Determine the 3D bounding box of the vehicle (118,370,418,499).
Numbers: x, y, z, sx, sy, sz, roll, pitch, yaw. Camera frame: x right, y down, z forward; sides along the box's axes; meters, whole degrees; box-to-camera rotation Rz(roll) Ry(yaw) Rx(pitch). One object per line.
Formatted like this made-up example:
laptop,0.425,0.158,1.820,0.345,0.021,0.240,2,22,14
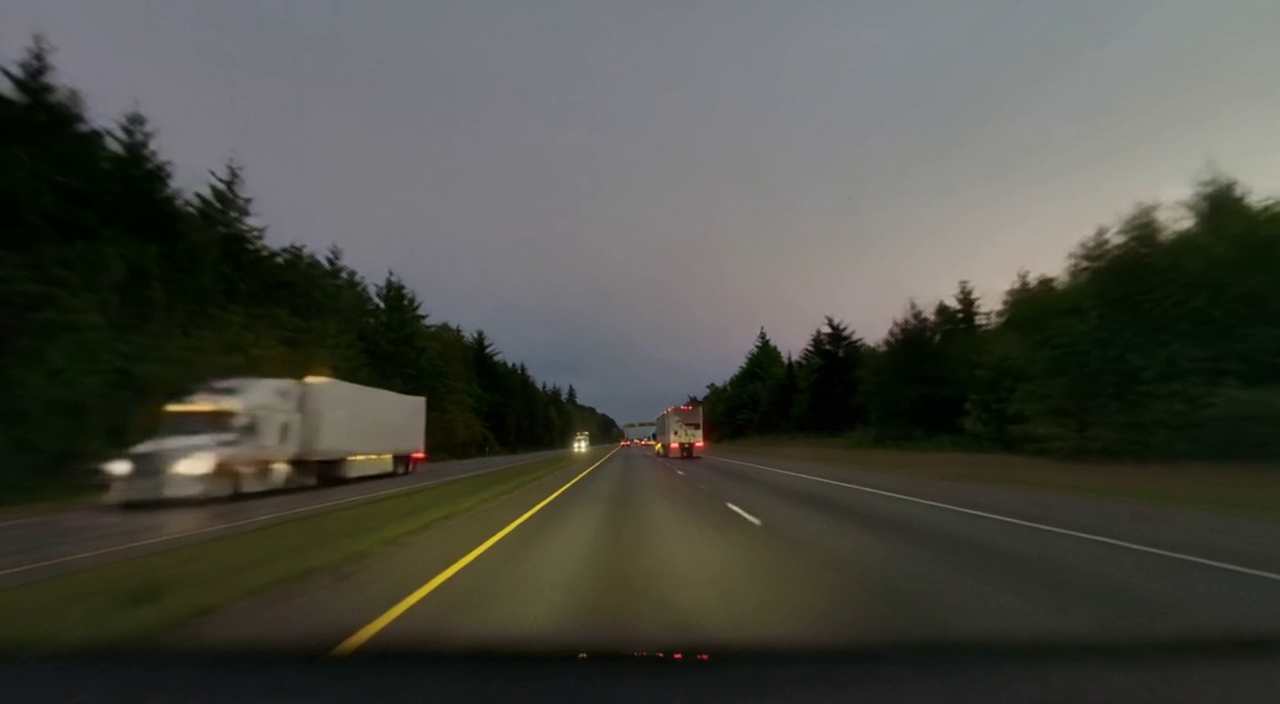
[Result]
vehicle,-14.403,3.701,27.896,3.356,3.915,17.078,0,-8,-1
